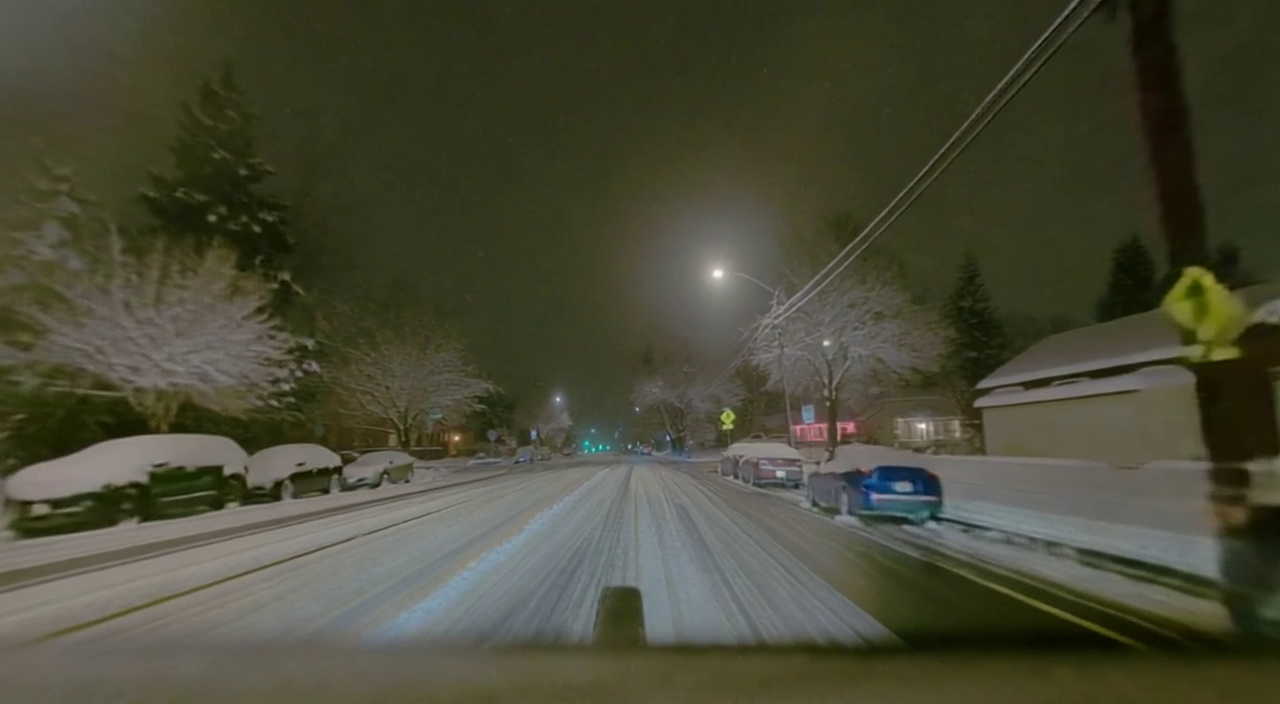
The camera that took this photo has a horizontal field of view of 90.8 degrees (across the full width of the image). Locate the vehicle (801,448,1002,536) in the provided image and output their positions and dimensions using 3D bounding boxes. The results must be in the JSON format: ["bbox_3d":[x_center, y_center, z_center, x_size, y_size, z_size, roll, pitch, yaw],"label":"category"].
[{"bbox_3d":[4.751,2.584,12.342,2.007,1.352,4.345,1,-8,-1],"label":"vehicle"}]

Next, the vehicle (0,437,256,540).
[{"bbox_3d":[-11.243,2.814,13.829,2.459,1.804,4.877,0,-8,2],"label":"vehicle"}]

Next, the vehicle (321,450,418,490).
[{"bbox_3d":[-11.061,4.815,26.268,1.949,1.457,4.581,0,-8,1],"label":"vehicle"}]

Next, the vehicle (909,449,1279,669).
[{"bbox_3d":[4.649,1.691,6.294,2.049,1.385,4.209,0,-8,-1],"label":"vehicle"}]

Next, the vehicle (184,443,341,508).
[{"bbox_3d":[-11.252,3.664,19.309,2.052,1.726,4.475,0,-8,-1],"label":"vehicle"}]

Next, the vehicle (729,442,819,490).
[{"bbox_3d":[4.527,3.905,22.045,2.196,1.472,4.426,0,-8,0],"label":"vehicle"}]
